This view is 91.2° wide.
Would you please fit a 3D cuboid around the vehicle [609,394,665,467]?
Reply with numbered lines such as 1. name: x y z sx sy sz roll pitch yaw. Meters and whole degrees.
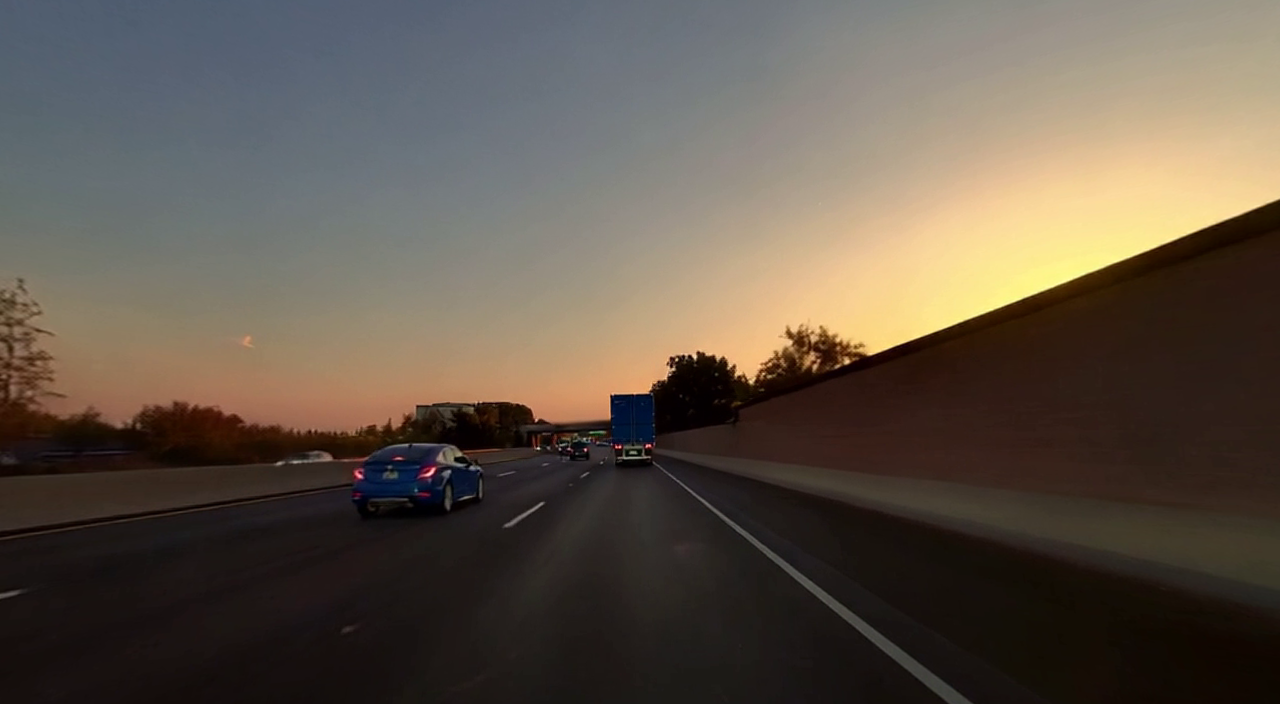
1. vehicle: -0.257 5.216 40.506 3.123 4.094 10.812 0 -9 -1

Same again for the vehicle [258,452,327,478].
1. vehicle: -21.391 6.963 38.795 1.784 1.485 4.381 0 -9 -1

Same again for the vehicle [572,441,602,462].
1. vehicle: -4.152 7.831 49.401 2.006 1.572 4.082 0 -9 0

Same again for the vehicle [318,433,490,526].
1. vehicle: -4.333 2.392 12.240 1.895 1.500 3.808 0 -9 0
